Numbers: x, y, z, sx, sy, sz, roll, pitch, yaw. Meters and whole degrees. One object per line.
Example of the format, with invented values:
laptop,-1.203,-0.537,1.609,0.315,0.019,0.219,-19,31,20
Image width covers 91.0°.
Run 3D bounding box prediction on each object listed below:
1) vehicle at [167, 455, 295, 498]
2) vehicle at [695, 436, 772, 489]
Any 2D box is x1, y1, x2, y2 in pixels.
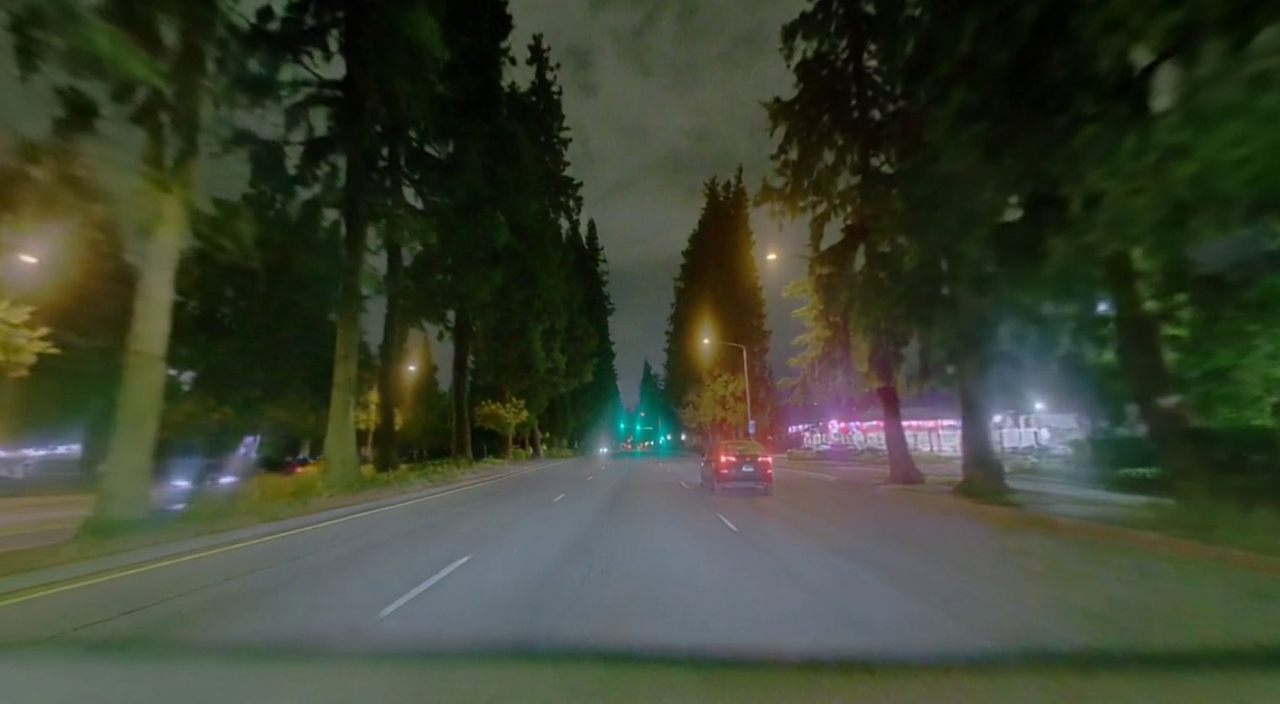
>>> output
vehicle,-16.360,4.964,25.525,1.934,1.497,4.745,0,-8,1
vehicle,3.298,3.998,23.193,2.083,1.743,4.354,0,-8,-1
